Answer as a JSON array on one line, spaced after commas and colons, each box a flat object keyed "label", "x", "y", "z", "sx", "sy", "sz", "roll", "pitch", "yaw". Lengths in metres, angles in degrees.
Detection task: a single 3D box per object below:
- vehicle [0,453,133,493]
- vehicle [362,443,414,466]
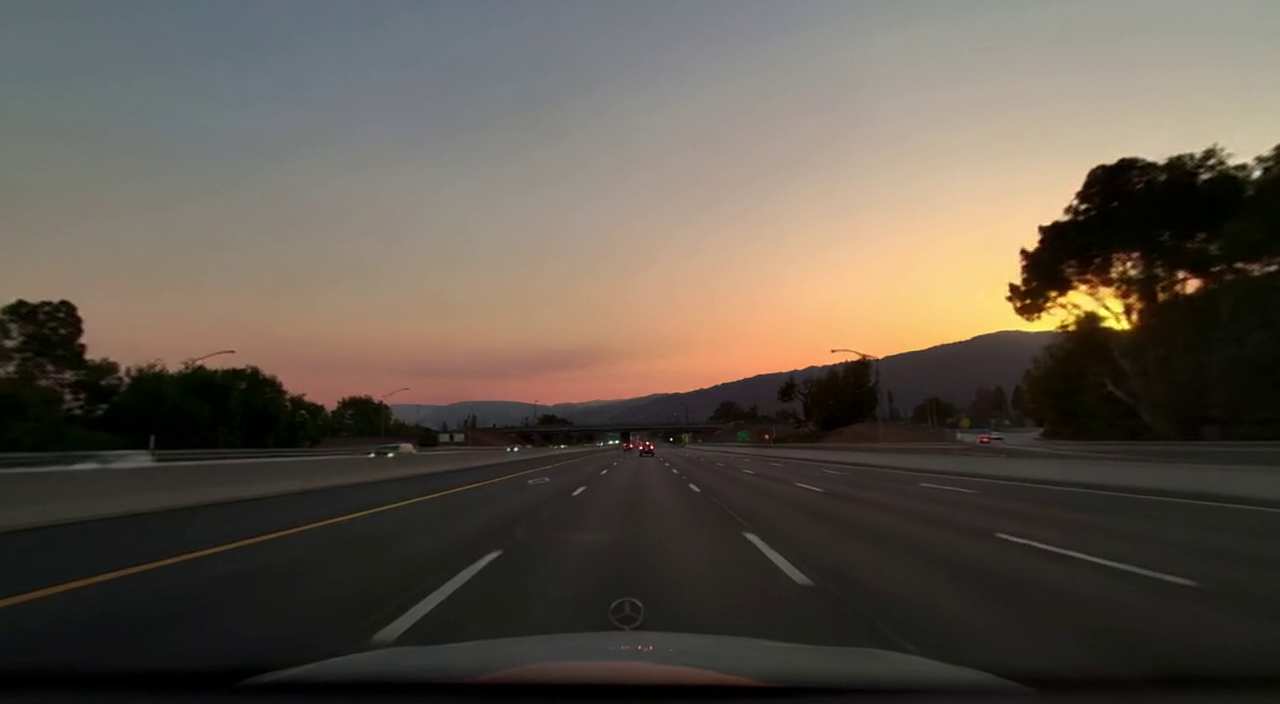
[{"label": "vehicle", "x": -24.657, "y": 5.151, "z": 27.173, "sx": 1.914, "sy": 1.497, "sz": 4.499, "roll": 0, "pitch": -8, "yaw": -1}, {"label": "vehicle", "x": -19.450, "y": 7.892, "z": 48.918, "sx": 1.942, "sy": 1.655, "sz": 4.812, "roll": 0, "pitch": -8, "yaw": 1}]
